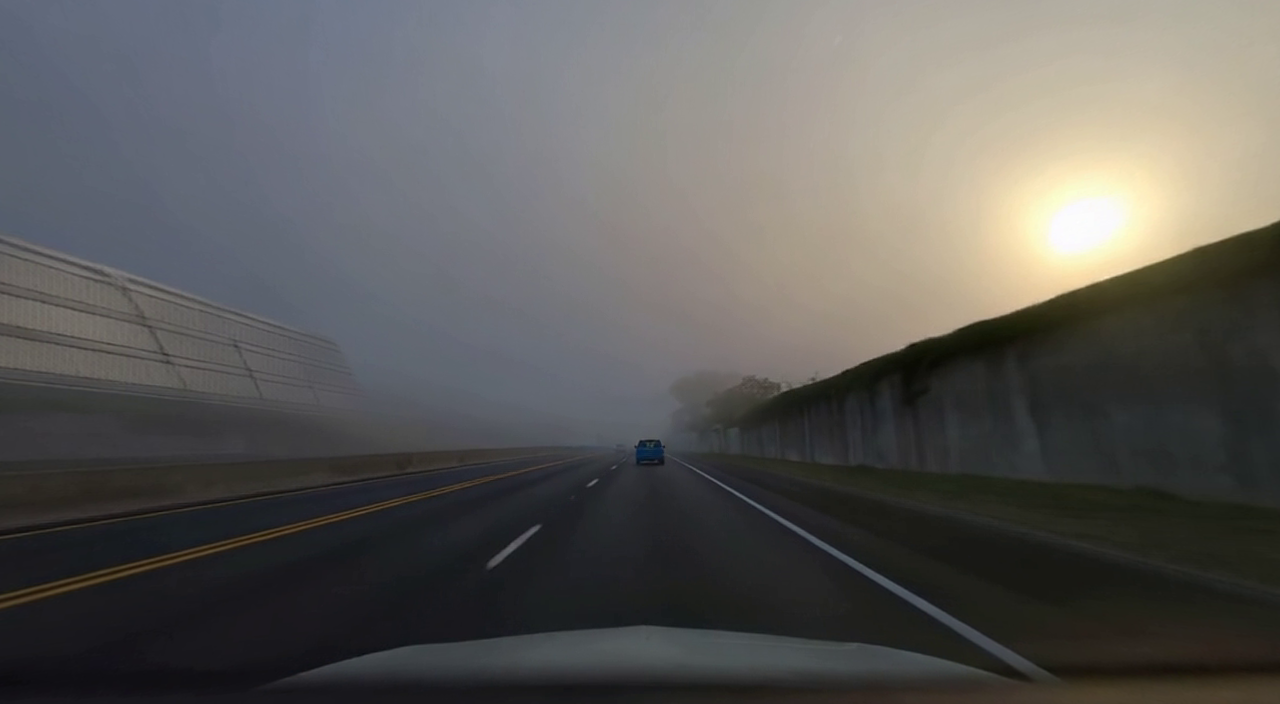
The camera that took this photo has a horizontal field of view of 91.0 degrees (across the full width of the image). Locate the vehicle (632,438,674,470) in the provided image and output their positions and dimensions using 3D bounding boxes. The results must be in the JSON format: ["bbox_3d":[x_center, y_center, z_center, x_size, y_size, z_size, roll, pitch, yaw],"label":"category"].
[{"bbox_3d":[0.600,5.118,31.756,1.997,1.484,3.409,0,-8,0],"label":"vehicle"}]
